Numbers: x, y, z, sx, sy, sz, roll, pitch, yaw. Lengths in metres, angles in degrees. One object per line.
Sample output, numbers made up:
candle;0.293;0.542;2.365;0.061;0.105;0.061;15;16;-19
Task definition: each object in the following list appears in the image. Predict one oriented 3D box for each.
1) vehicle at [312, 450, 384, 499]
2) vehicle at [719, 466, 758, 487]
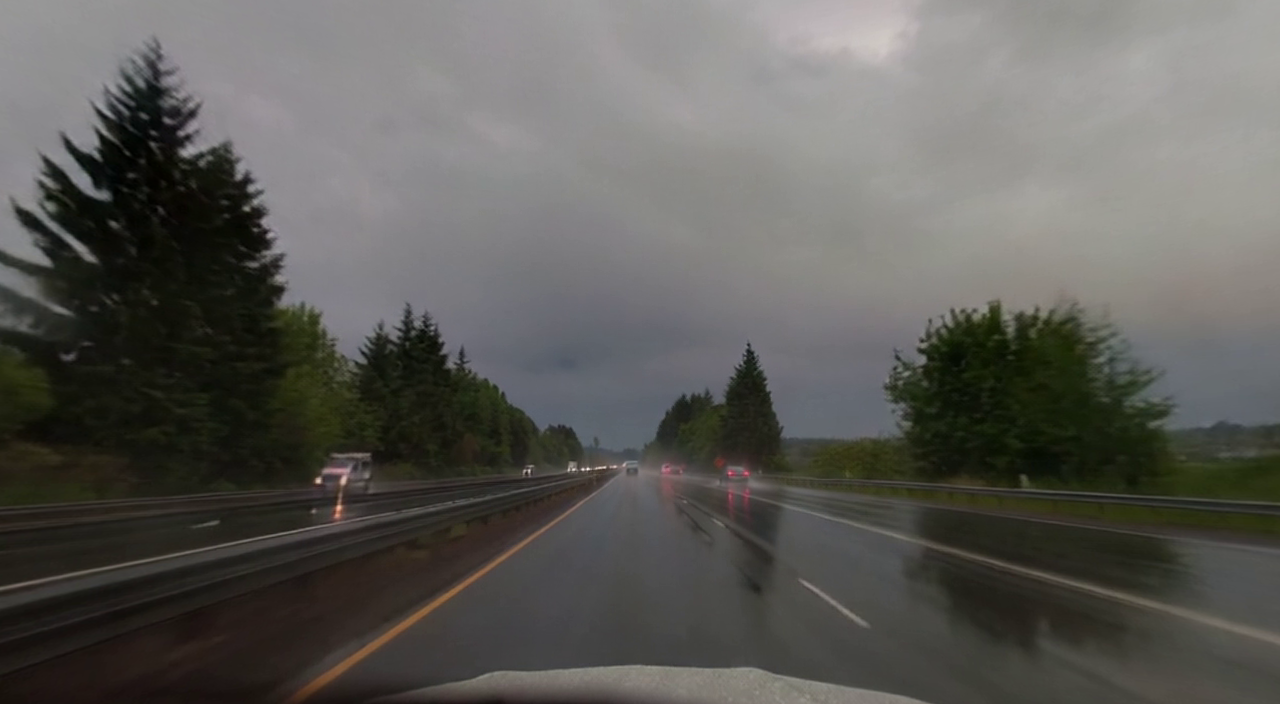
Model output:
vehicle;-21.043;8.878;45.877;2.775;3.214;6.920;2;-11;-9
vehicle;7.218;9.190;46.628;2.024;1.476;4.352;1;-10;-2
